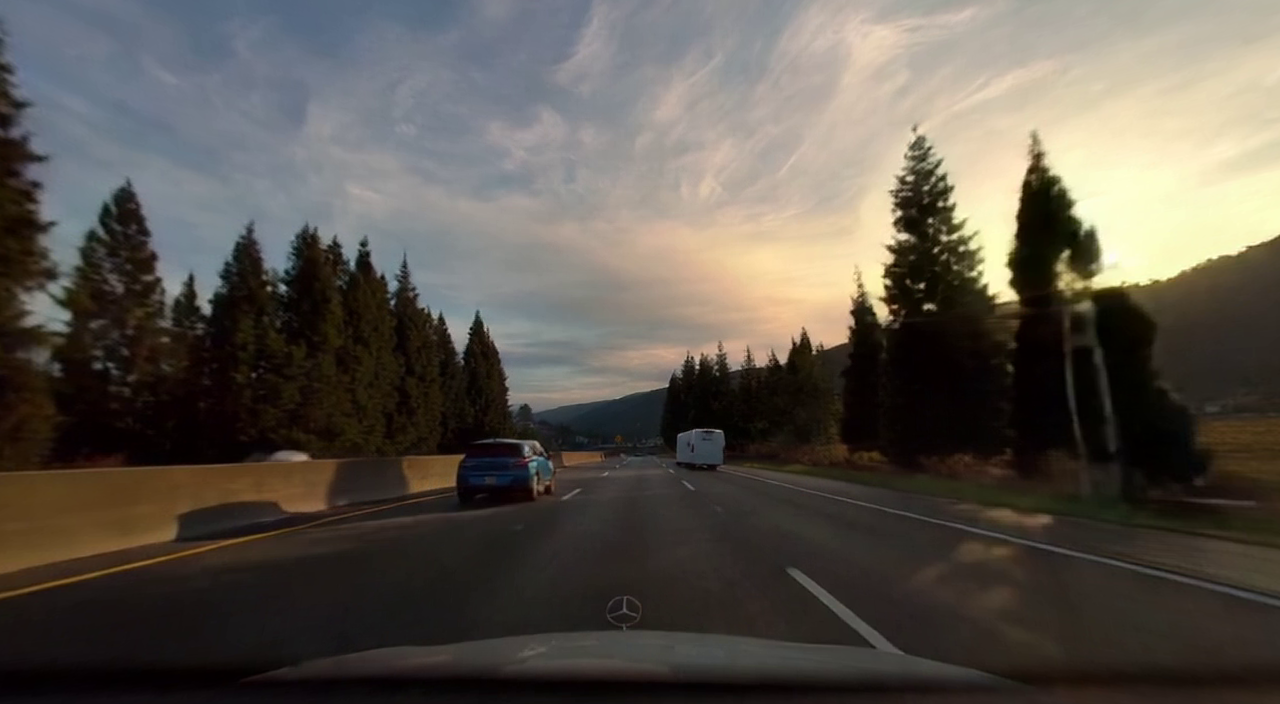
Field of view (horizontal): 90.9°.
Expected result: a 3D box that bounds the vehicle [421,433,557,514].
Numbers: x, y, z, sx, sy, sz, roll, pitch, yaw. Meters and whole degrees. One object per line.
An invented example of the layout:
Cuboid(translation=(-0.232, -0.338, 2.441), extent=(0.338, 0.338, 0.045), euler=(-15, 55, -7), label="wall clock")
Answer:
Cuboid(translation=(-3.379, 2.826, 15.153), extent=(2.020, 1.619, 4.690), euler=(0, -9, 1), label="vehicle")

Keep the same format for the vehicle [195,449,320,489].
Cuboid(translation=(-20.103, 6.153, 33.696), extent=(2.218, 1.875, 6.898), euler=(0, -9, 1), label="vehicle")

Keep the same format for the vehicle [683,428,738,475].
Cuboid(translation=(4.243, 6.189, 39.321), extent=(2.614, 2.655, 6.429), euler=(0, -9, -1), label="vehicle")

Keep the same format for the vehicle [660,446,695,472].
Cuboid(translation=(2.572, 7.465, 44.209), extent=(2.260, 1.703, 4.959), euler=(0, -9, 1), label="vehicle")
